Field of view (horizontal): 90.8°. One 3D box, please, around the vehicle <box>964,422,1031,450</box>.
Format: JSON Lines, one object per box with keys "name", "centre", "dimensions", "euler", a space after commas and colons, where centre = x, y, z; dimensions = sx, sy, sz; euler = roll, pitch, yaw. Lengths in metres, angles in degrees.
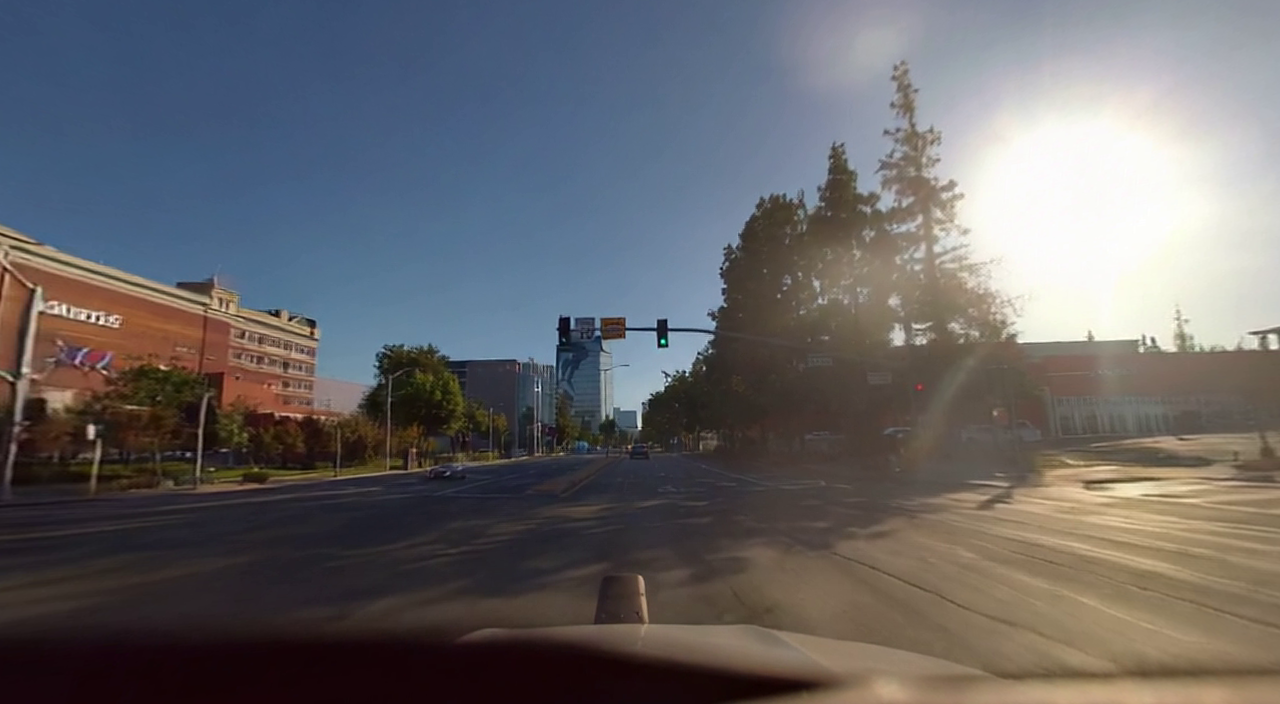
{"name": "vehicle", "centre": [24.237, 5.788, 43.021], "dimensions": [1.948, 1.776, 4.266], "euler": [0, -9, -1]}
